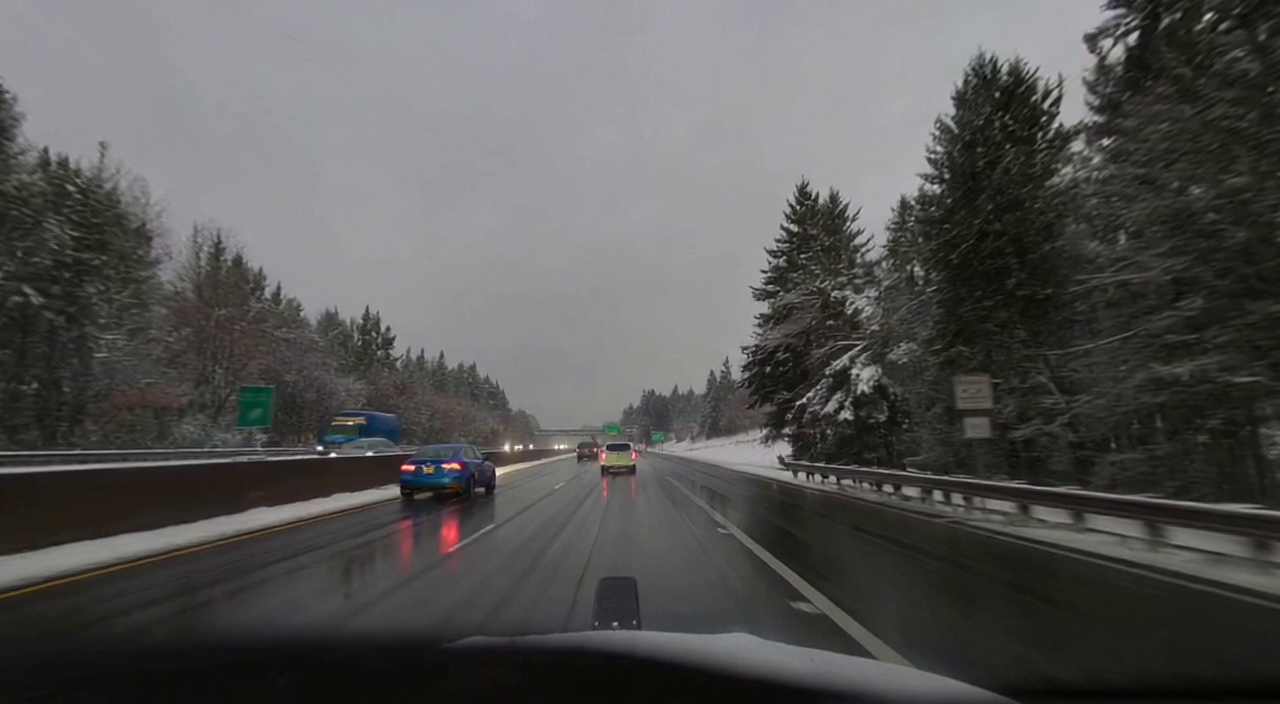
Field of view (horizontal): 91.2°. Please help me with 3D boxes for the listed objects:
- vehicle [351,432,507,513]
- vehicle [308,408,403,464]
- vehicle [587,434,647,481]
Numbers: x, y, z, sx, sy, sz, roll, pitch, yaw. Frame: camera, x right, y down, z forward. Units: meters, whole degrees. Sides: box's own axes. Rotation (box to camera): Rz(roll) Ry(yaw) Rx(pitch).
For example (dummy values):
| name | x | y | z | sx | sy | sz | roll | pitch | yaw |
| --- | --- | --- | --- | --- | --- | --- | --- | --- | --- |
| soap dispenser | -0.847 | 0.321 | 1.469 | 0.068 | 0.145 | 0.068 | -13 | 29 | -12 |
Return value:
| name | x | y | z | sx | sy | sz | roll | pitch | yaw |
| --- | --- | --- | --- | --- | --- | --- | --- | --- | --- |
| vehicle | -4.749 | 2.788 | 15.002 | 2.103 | 1.588 | 4.709 | -1 | -9 | 0 |
| vehicle | -18.973 | 5.787 | 42.513 | 2.771 | 3.371 | 8.087 | 0 | -9 | -1 |
| vehicle | -0.907 | 4.276 | 25.506 | 2.220 | 1.711 | 4.056 | 0 | -9 | -1 |
